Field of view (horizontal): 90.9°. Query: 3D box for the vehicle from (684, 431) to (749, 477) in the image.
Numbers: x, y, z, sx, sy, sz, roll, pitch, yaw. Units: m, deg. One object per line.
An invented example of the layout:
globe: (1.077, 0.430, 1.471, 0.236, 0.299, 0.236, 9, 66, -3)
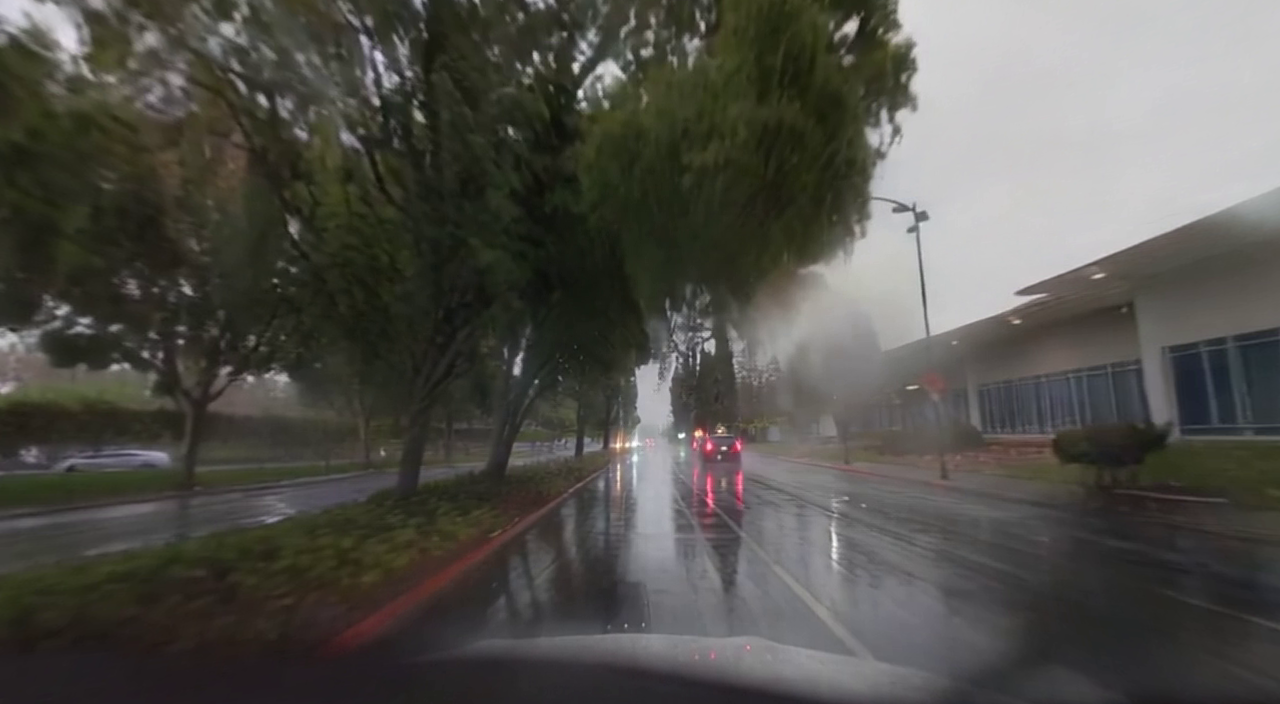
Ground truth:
vehicle: (3.136, 4.272, 26.710, 2.143, 1.759, 4.378, 0, -8, -1)

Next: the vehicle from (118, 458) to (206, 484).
vehicle: (-30.806, 7.653, 40.821, 1.875, 1.477, 4.858, -1, -8, 1)
